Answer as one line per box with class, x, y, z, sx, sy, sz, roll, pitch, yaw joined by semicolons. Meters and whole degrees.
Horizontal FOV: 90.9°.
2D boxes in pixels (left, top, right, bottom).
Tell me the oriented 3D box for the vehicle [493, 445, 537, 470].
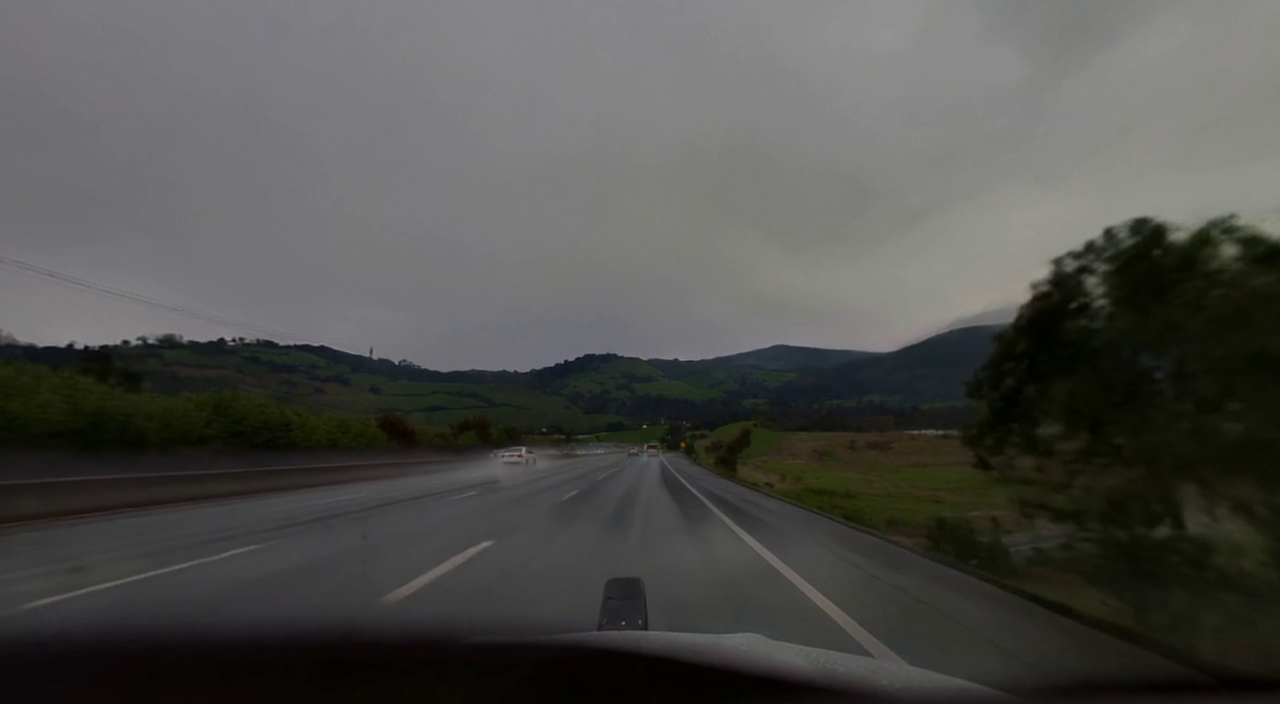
vehicle;-9.368;7.914;47.607;2.152;1.753;4.972;-1;-9;2
